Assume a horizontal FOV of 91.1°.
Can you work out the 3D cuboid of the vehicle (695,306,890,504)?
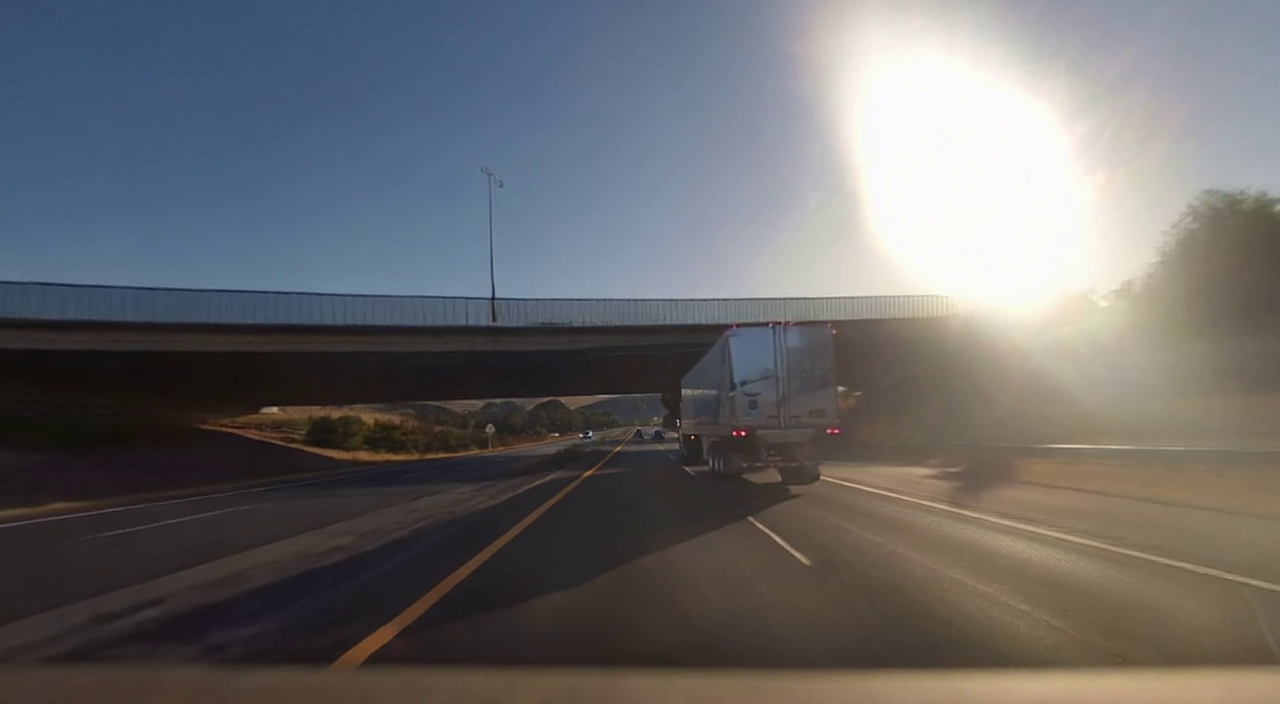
[{"bbox_3d":[3.333,1.560,16.570,2.949,3.877,8.528,0,-8,0],"label":"vehicle"}]
